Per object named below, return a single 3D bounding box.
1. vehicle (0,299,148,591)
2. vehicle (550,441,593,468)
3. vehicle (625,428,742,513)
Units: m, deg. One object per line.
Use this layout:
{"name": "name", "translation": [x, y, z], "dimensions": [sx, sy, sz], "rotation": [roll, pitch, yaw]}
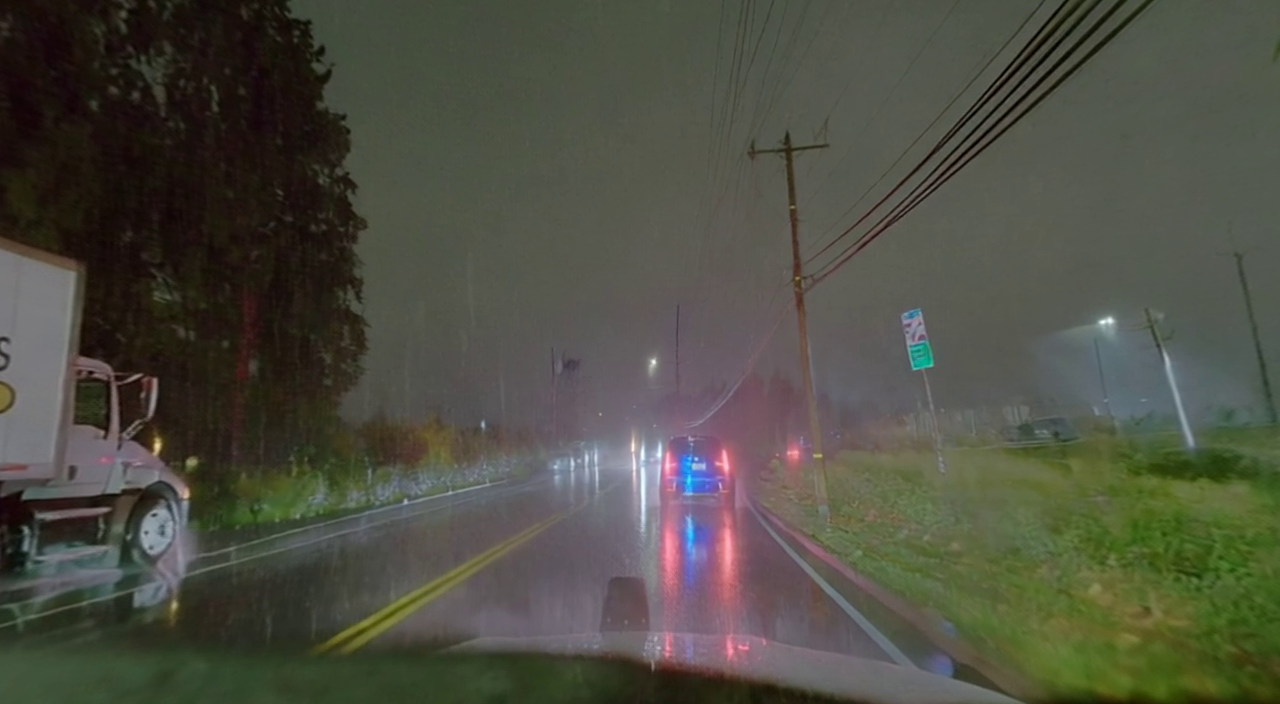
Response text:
{"name": "vehicle", "translation": [-8.652, 0.962, 4.736], "dimensions": [3.395, 3.071, 7.634], "rotation": [-7, -6, 5]}
{"name": "vehicle", "translation": [-5.342, 7.795, 48.184], "dimensions": [2.668, 1.981, 5.575], "rotation": [2, -9, -12]}
{"name": "vehicle", "translation": [0.816, 2.400, 13.180], "dimensions": [2.081, 1.503, 3.726], "rotation": [0, -8, 2]}
